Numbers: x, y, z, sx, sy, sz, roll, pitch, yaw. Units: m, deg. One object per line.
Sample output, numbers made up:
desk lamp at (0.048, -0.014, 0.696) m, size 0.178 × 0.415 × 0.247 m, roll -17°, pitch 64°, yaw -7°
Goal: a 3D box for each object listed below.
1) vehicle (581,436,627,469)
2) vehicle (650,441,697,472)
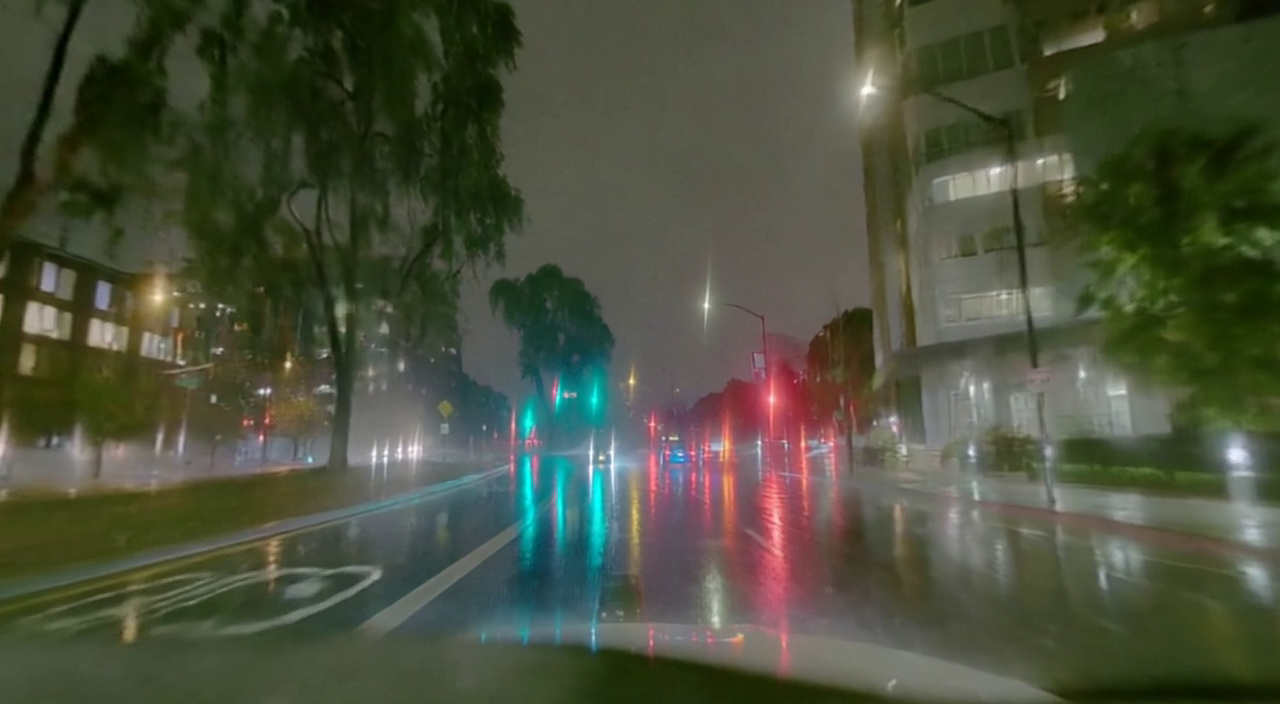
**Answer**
vehicle at (-2.077, 5.584, 35.210) m, size 2.317 × 1.713 × 4.231 m, roll 1°, pitch -9°, yaw -7°
vehicle at (1.681, 5.474, 33.338) m, size 1.918 × 1.479 × 4.468 m, roll 1°, pitch -9°, yaw -5°
